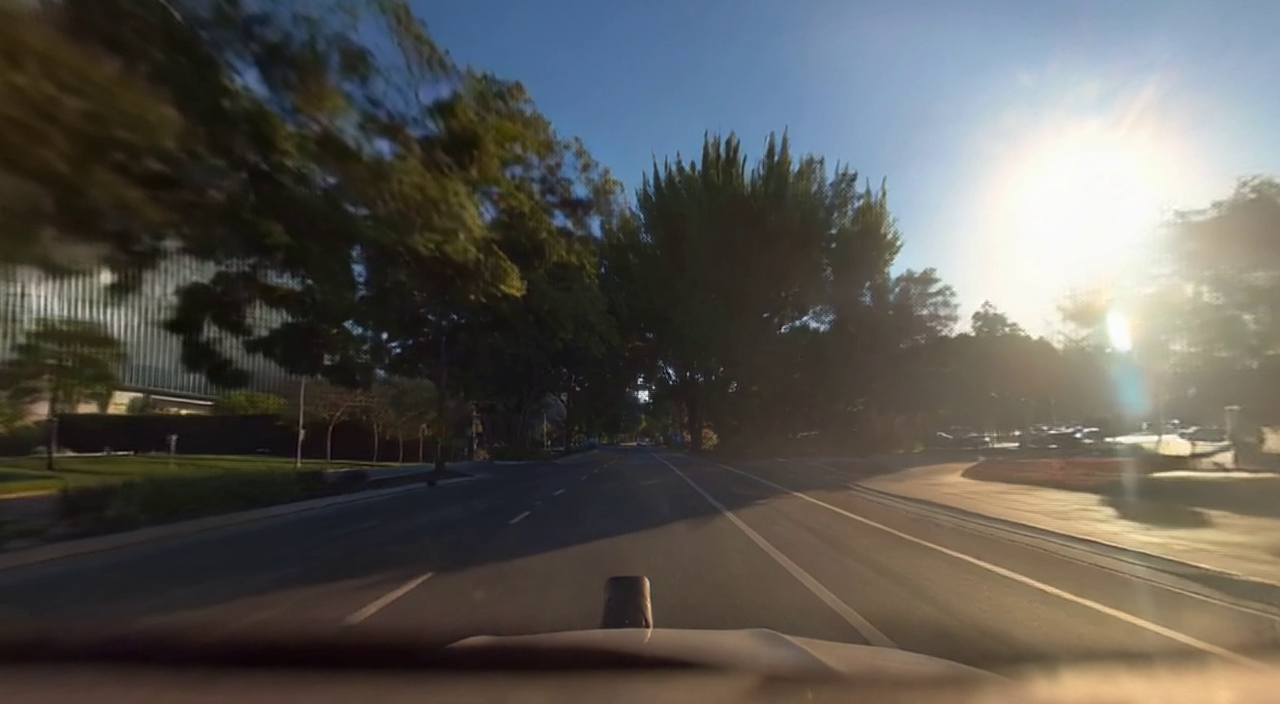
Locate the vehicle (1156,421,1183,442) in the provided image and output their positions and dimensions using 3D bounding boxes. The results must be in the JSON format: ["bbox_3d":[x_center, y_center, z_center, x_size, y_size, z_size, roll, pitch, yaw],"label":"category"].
[{"bbox_3d":[41.824,6.252,49.743,1.545,1.512,3.318,-3,-6,41],"label":"vehicle"}]

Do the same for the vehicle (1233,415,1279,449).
[{"bbox_3d":[33.676,4.358,34.061,1.940,1.727,4.262,-7,-11,39],"label":"vehicle"}]

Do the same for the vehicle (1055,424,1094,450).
[{"bbox_3d":[32.380,6.363,46.876,1.856,1.730,4.156,-9,-13,38],"label":"vehicle"}]
